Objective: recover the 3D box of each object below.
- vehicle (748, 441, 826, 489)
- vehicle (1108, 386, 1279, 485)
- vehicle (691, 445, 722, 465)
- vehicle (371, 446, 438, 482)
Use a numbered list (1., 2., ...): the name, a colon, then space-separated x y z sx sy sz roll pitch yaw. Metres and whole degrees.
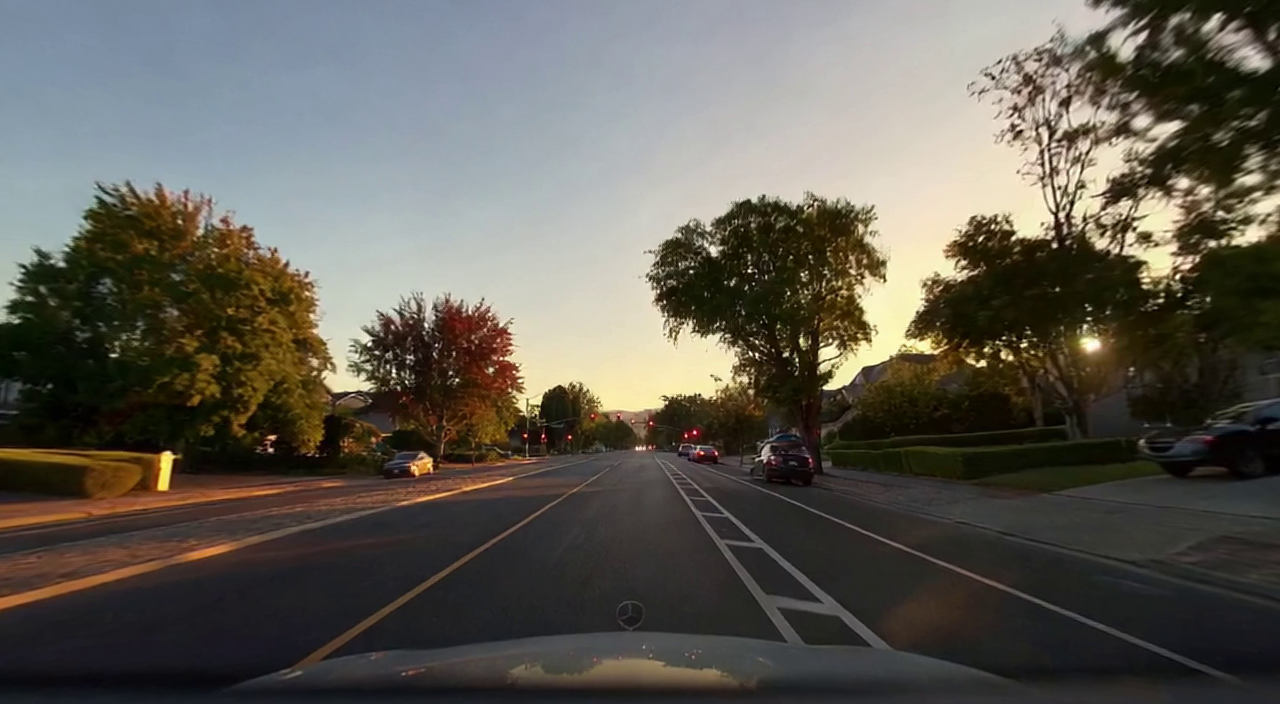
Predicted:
1. vehicle: 5.074 3.929 22.249 1.803 1.517 3.738 0 -8 -1
2. vehicle: 13.288 1.634 13.253 4.712 1.775 2.502 -5 -8 4
3. vehicle: 5.167 8.048 49.511 1.881 1.435 4.525 0 -8 -1
4. vehicle: -12.006 5.710 32.473 2.000 1.523 4.226 -1 -6 -2
